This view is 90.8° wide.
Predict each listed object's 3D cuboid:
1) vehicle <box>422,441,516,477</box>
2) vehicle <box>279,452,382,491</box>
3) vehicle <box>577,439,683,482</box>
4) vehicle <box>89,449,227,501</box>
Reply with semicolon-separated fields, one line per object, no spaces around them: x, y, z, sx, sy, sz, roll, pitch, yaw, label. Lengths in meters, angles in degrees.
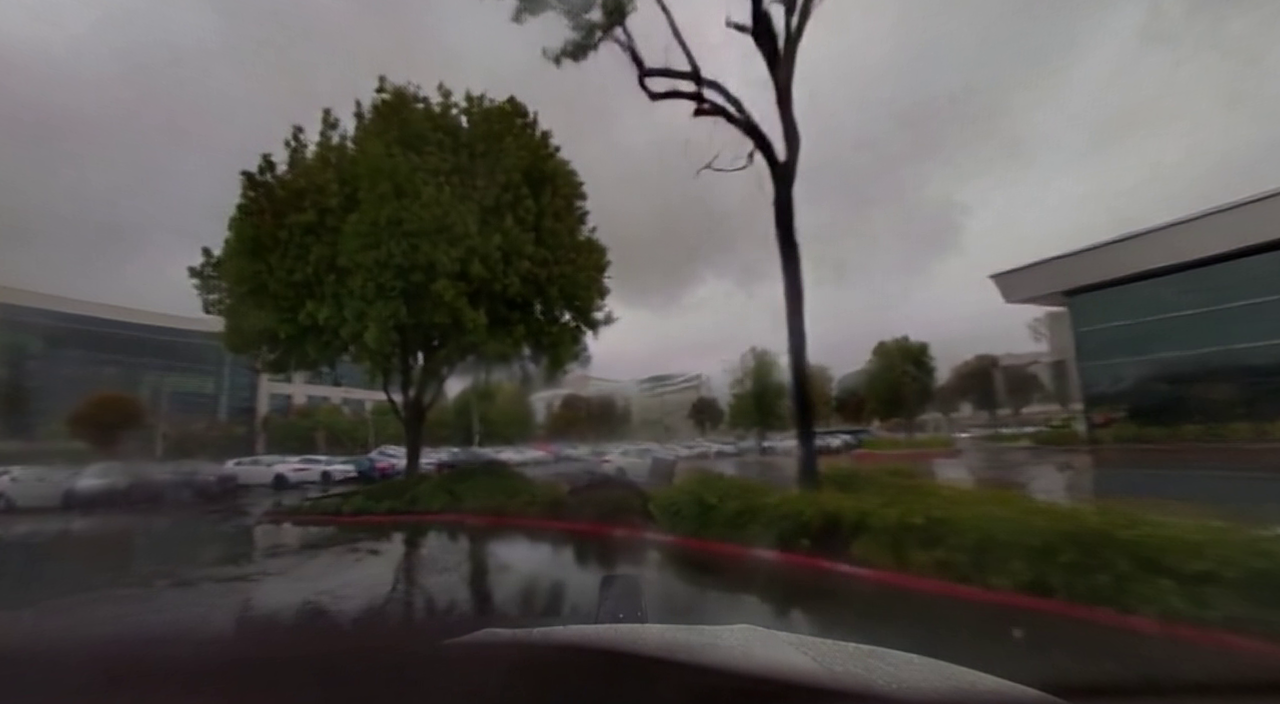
-10.618;6.664;39.279;5.285;1.837;2.318;-8;-10;21;vehicle
-14.802;5.713;30.204;4.622;1.479;1.849;-8;-11;22;vehicle
-0.523;5.326;30.969;4.755;1.707;1.889;-9;-11;24;vehicle
-17.839;4.549;23.354;4.934;1.543;1.915;-8;-11;25;vehicle
